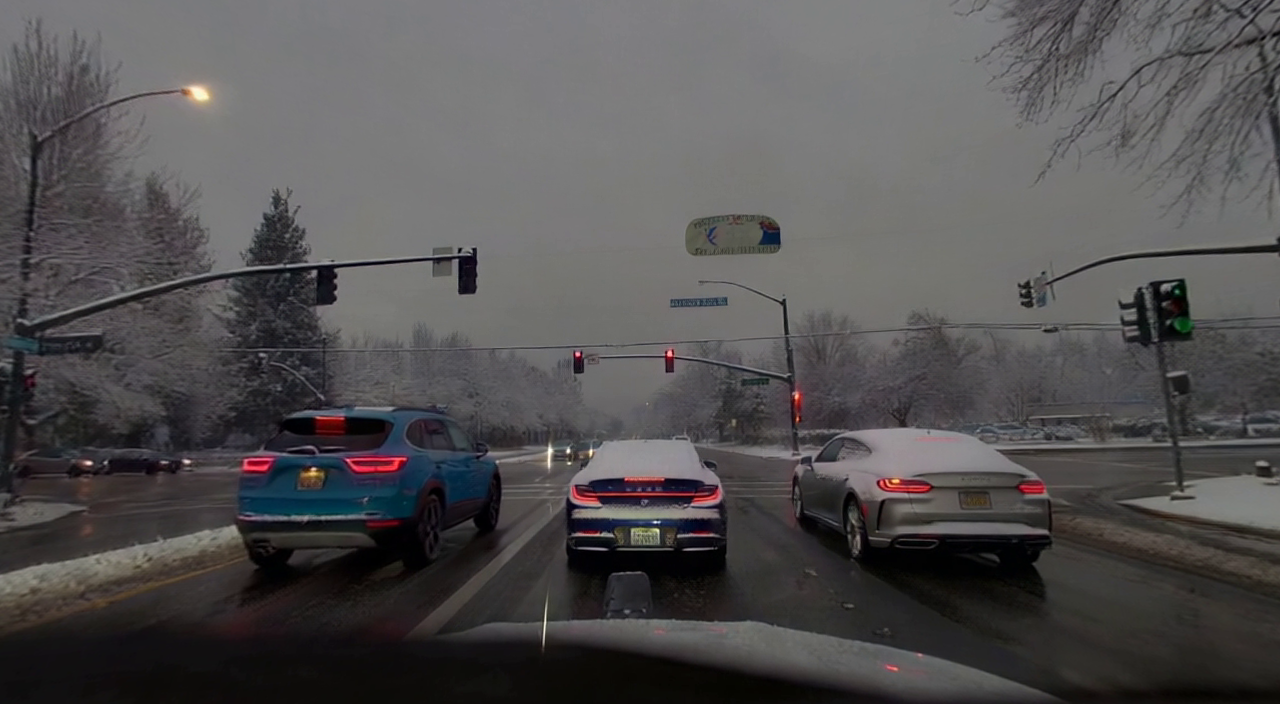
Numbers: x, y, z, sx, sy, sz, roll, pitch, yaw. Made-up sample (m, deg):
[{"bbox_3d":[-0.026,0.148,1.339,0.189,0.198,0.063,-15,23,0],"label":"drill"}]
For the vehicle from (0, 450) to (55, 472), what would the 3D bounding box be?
[{"bbox_3d":[-46.176,7.961,46.159,4.545,1.558,1.833,0,-8,-4],"label":"vehicle"}]

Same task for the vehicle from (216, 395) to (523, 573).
[{"bbox_3d":[-3.189,1.694,8.843,2.061,1.781,4.842,0,-8,1],"label":"vehicle"}]

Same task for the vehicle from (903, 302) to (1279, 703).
[{"bbox_3d":[3.103,0.806,2.530,2.143,1.759,4.531,0,-8,0],"label":"vehicle"}]

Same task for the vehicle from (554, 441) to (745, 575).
[{"bbox_3d":[0.112,1.873,8.388,1.945,1.343,3.827,0,-8,0],"label":"vehicle"}]

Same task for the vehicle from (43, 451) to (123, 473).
[{"bbox_3d":[-41.299,8.157,46.789,4.195,1.533,1.752,0,-8,-3],"label":"vehicle"}]
